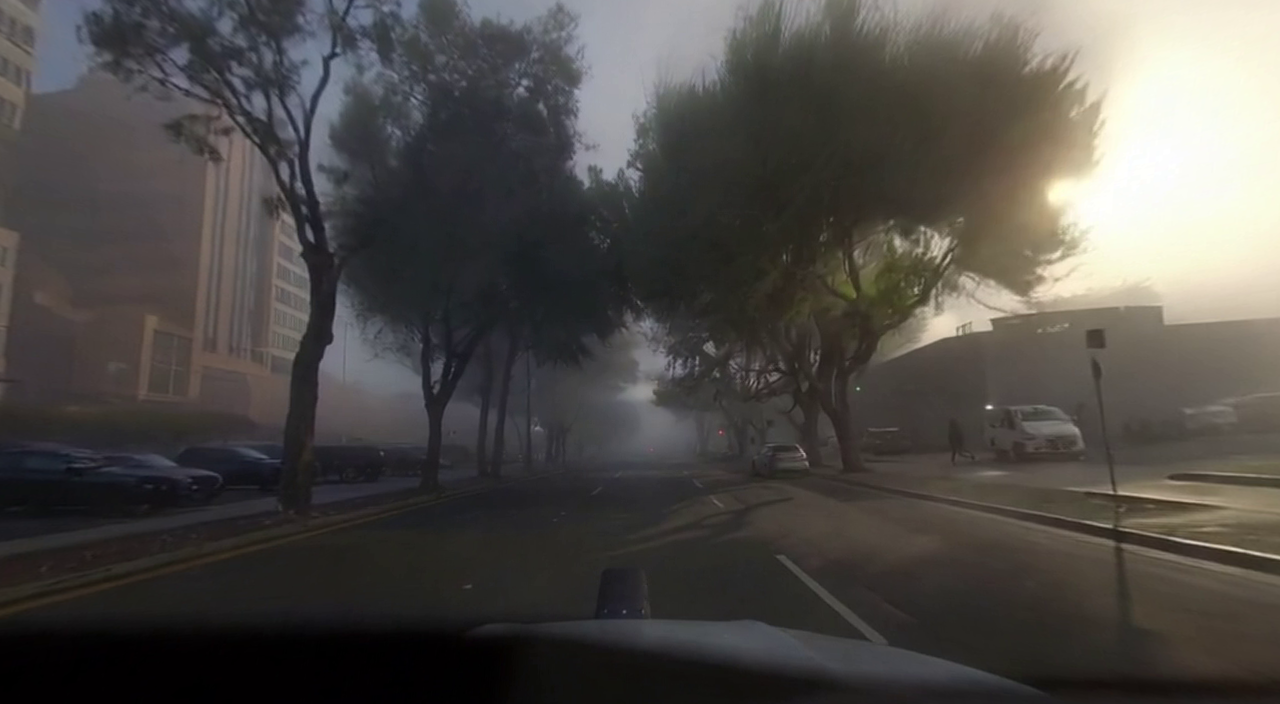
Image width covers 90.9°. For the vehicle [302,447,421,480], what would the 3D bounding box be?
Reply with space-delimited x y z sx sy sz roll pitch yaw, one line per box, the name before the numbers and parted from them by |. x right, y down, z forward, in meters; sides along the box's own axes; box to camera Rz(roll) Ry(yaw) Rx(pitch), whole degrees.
vehicle | -13.433 5.420 30.654 4.765 1.517 2.182 0 -9 0

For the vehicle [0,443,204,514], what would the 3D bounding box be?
vehicle | -14.393 3.155 15.954 4.954 1.614 2.227 0 -9 -4

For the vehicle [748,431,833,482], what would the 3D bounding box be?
vehicle | 6.306 4.456 27.184 2.338 1.942 5.267 0 -9 0

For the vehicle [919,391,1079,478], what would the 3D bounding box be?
vehicle | 13.394 3.226 24.212 2.935 2.889 5.499 -1 -9 2
